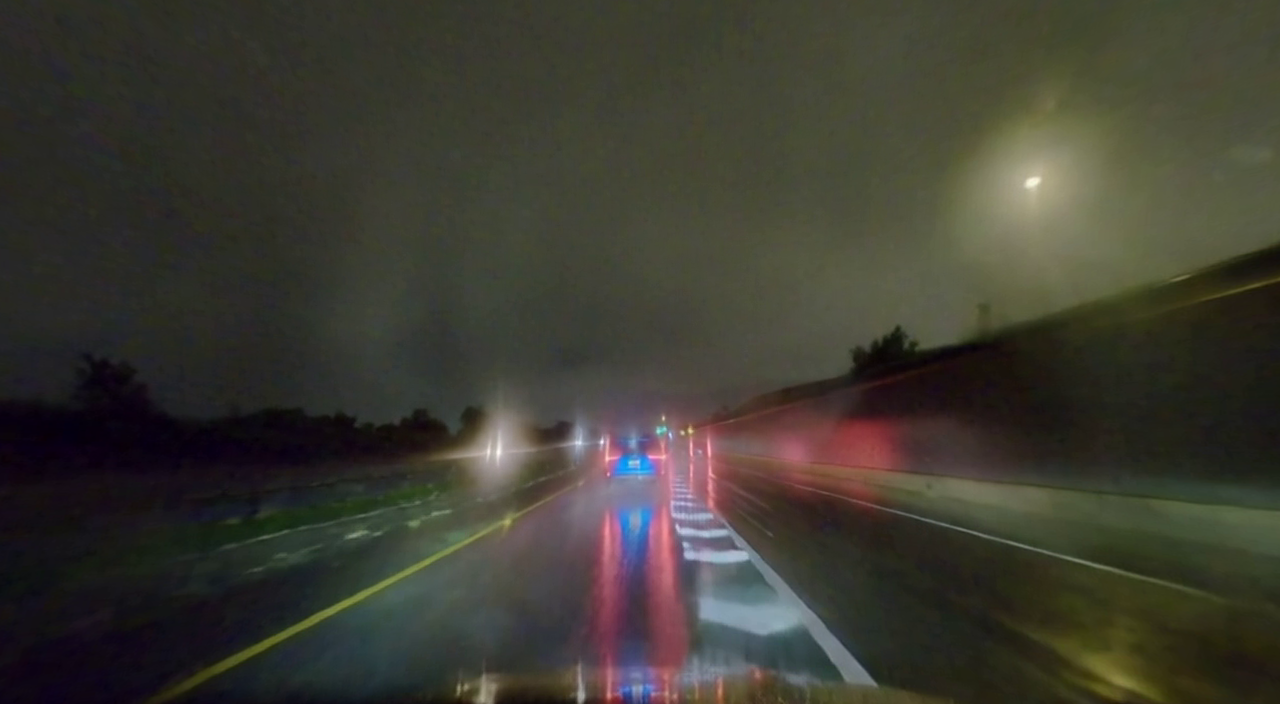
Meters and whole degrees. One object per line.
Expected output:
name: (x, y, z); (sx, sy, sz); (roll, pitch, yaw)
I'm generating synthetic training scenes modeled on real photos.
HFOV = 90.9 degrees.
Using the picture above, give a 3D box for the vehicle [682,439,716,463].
vehicle: (4.186, 7.149, 45.437); (2.073, 1.621, 3.993); (0, -8, 0)

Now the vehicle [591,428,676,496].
vehicle: (-0.096, 3.101, 18.119); (2.143, 1.693, 4.513); (-1, -8, 2)
